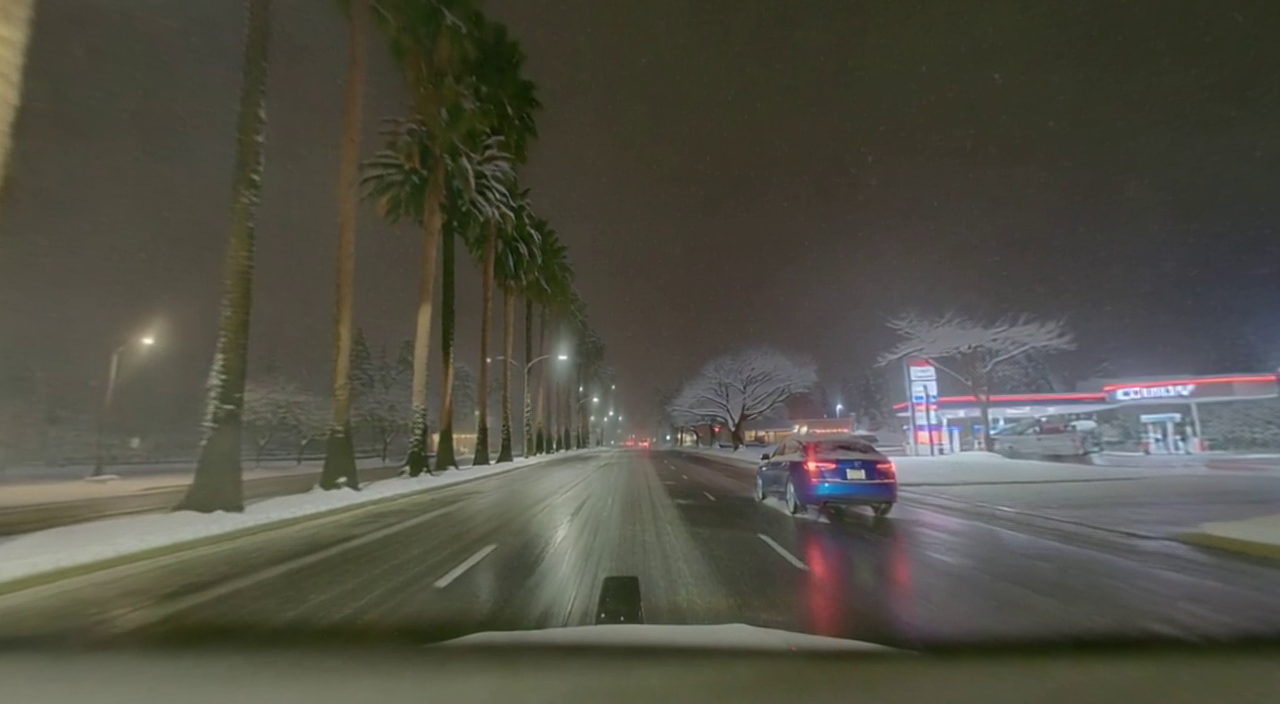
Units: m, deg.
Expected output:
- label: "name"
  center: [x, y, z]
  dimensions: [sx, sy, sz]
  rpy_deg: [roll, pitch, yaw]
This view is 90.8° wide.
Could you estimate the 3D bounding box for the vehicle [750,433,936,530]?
- label: "vehicle"
  center: [3.458, 2.270, 11.737]
  dimensions: [1.978, 1.442, 4.262]
  rpy_deg: [0, -8, -1]
